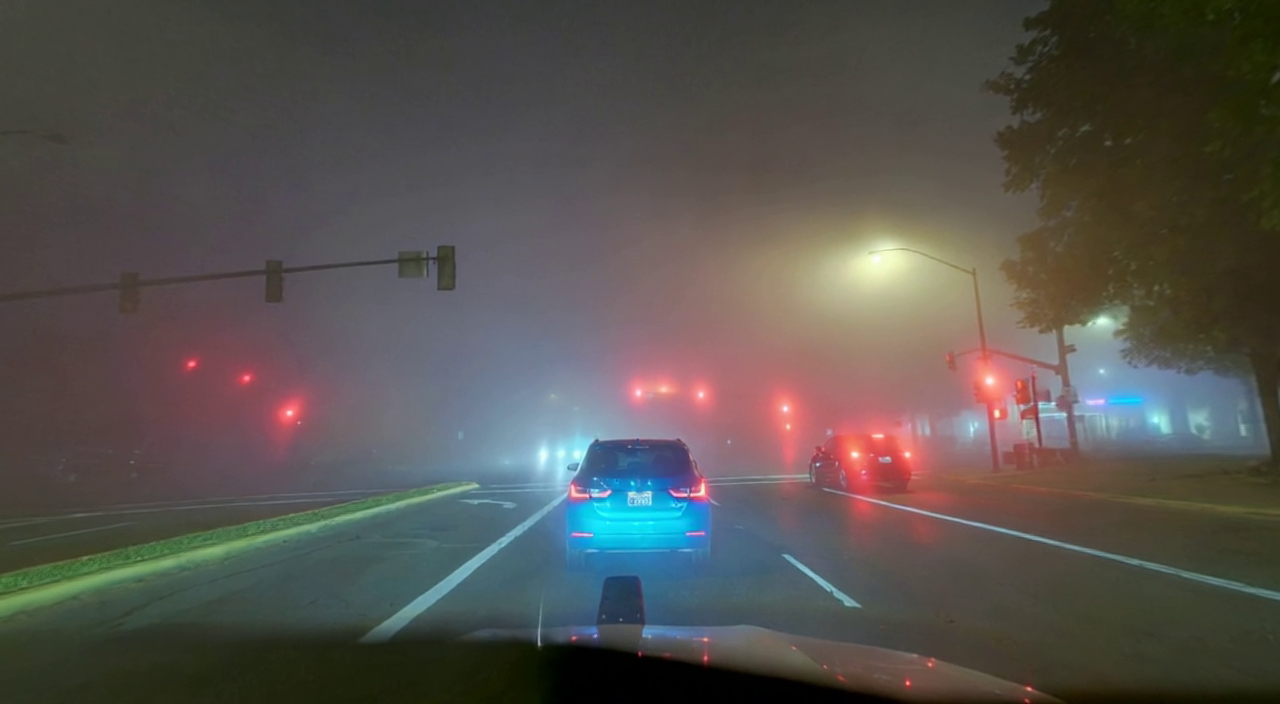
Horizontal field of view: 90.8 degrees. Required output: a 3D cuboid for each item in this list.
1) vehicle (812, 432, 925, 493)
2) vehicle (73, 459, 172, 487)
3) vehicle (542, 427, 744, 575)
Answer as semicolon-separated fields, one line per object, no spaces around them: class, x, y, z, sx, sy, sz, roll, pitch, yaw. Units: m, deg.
vehicle;7.055;3.444;20.060;2.039;1.692;4.319;0;-8;1
vehicle;-32.391;7.551;39.649;4.401;1.625;1.863;0;-8;-4
vehicle;-0.021;1.835;8.638;2.070;1.488;4.206;0;-8;-2
